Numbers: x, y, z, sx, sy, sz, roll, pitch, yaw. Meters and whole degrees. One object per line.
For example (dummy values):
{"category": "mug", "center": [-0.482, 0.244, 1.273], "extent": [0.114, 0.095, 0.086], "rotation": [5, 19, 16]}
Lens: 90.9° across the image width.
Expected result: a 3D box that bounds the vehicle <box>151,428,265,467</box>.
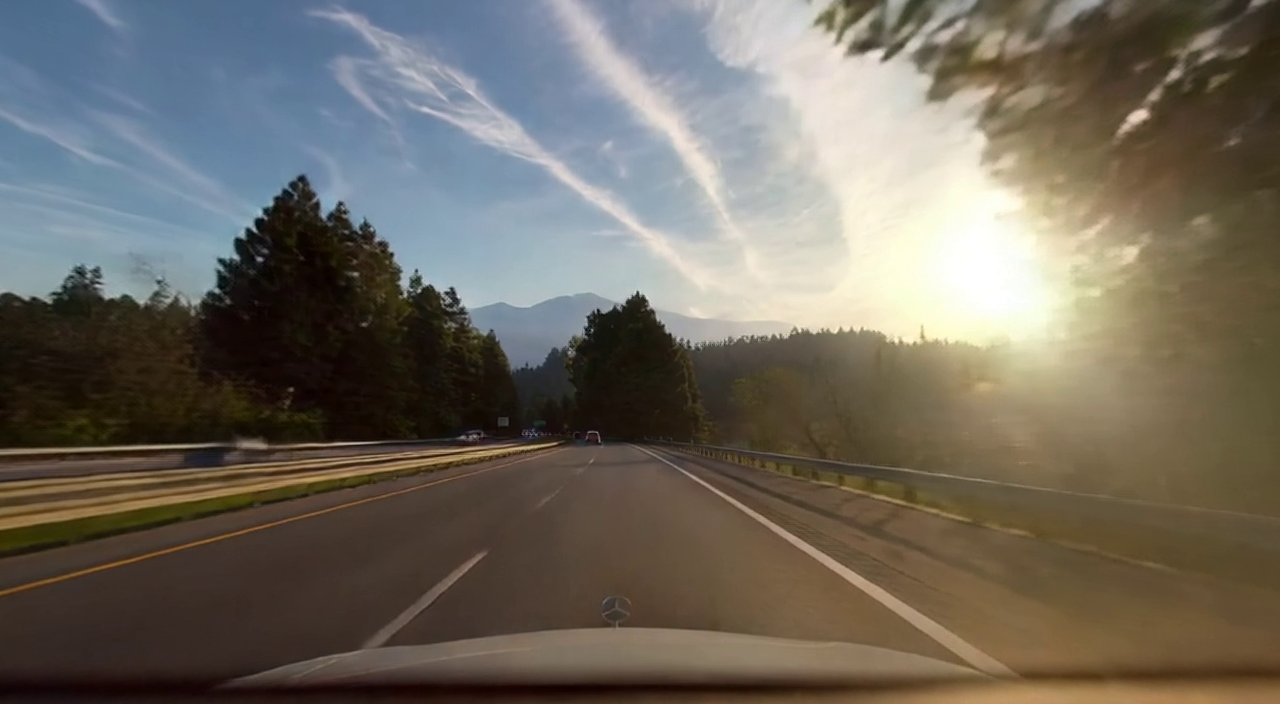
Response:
{"category": "vehicle", "center": [-17.566, 3.883, 25.859], "extent": [1.803, 1.450, 4.066], "rotation": [0, -8, -1]}
